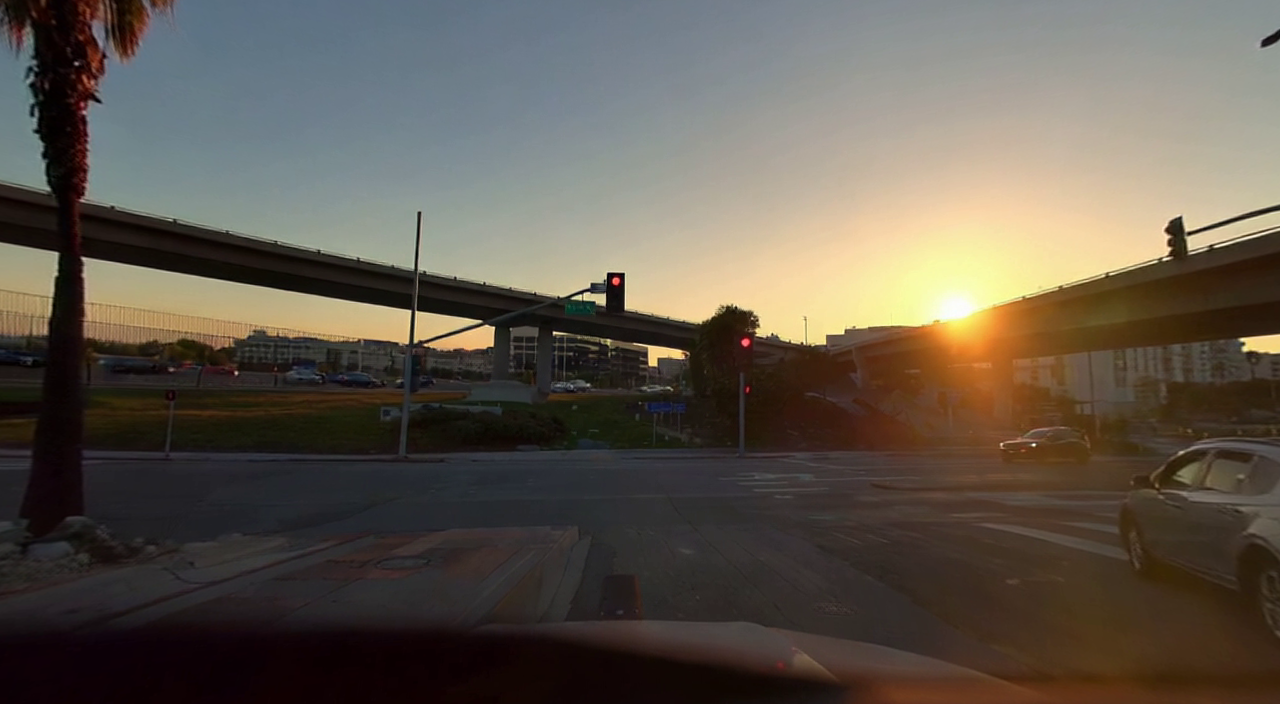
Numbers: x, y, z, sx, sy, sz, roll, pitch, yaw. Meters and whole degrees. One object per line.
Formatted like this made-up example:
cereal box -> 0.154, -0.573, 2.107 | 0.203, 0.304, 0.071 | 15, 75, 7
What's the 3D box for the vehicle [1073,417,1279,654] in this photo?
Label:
vehicle -> 5.460, 1.333, 5.149 | 1.959, 1.485, 4.628 | -3, -9, 19
